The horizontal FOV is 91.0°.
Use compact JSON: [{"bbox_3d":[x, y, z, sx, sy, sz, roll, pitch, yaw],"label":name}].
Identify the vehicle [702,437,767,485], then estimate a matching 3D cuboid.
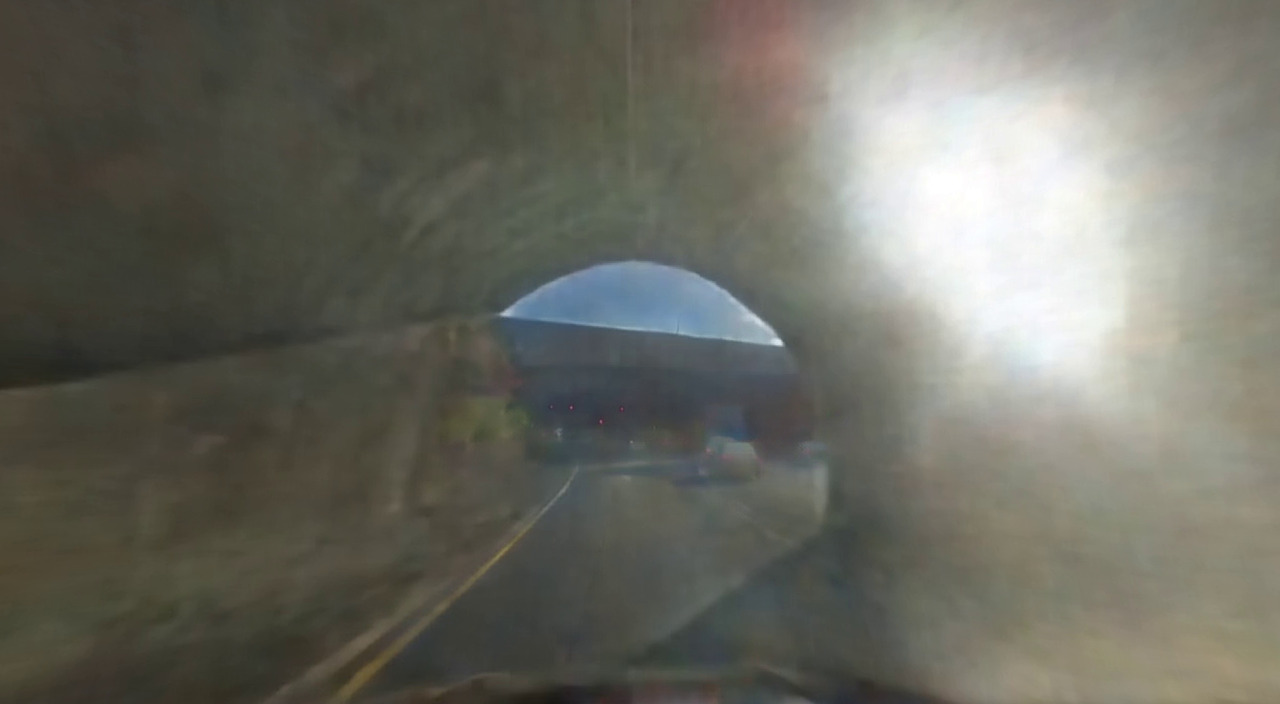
[{"bbox_3d":[3.153,3.689,21.712,1.947,1.475,3.962,-1,-8,5],"label":"vehicle"}]
